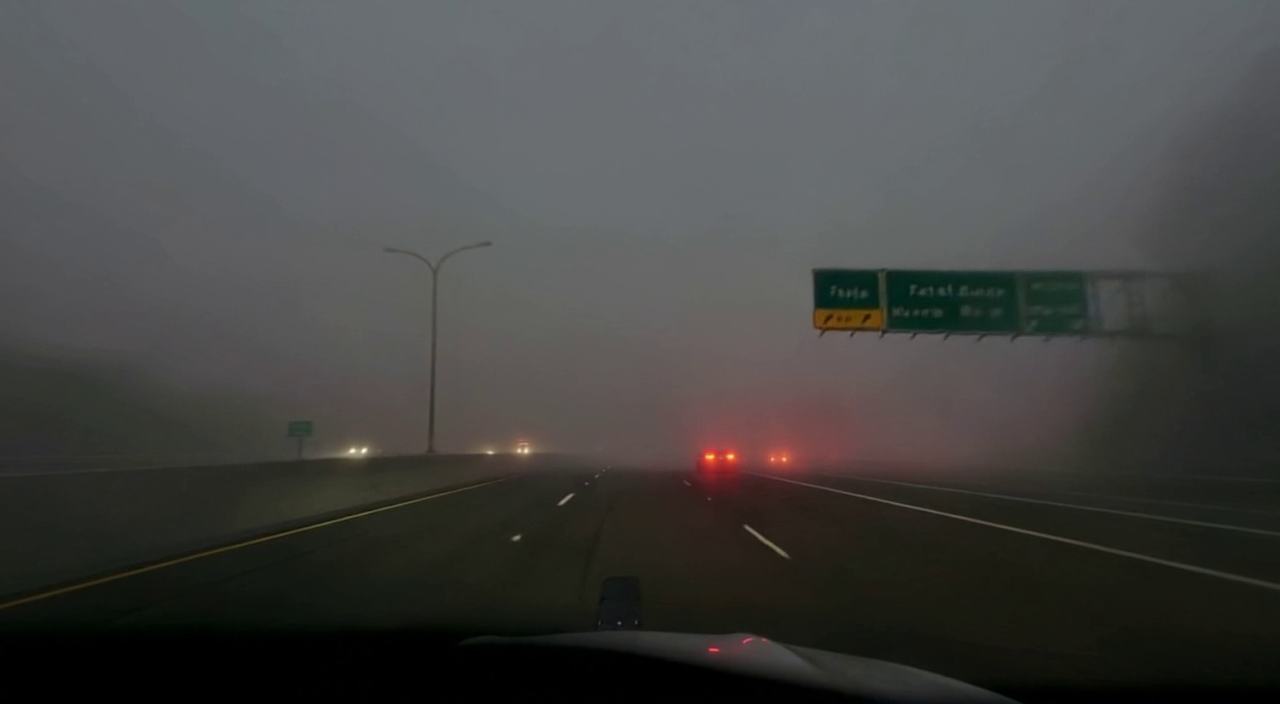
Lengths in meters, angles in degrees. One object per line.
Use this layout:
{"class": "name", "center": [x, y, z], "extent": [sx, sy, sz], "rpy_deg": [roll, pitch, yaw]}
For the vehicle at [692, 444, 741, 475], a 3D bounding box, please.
{"class": "vehicle", "center": [4.034, 5.737, 33.664], "extent": [1.984, 1.540, 3.973], "rpy_deg": [0, -9, -2]}
